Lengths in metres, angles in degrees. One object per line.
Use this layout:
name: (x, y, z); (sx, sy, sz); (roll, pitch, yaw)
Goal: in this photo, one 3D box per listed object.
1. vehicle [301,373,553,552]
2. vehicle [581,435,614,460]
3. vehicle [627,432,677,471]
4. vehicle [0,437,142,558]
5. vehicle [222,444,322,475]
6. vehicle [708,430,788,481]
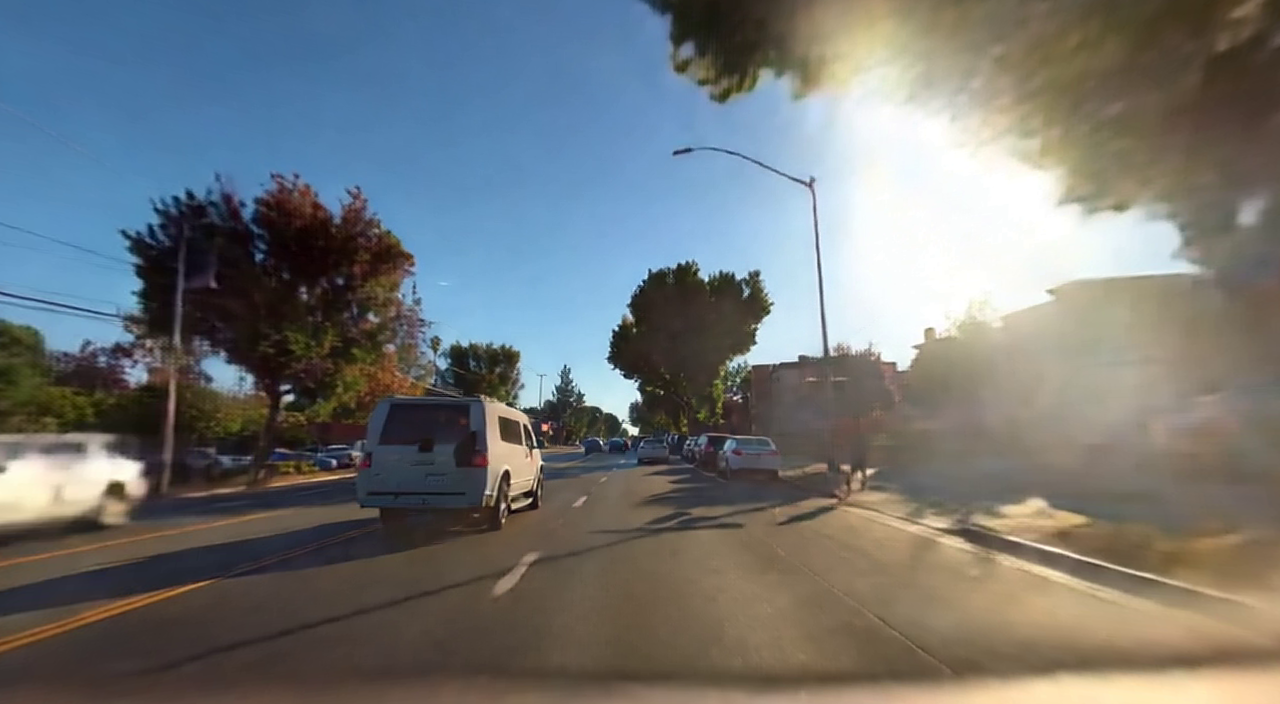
vehicle: (-2.891, 1.671, 10.146); (2.213, 2.123, 5.124); (0, -8, 0)
vehicle: (-2.930, 6.711, 44.625); (2.028, 1.689, 4.162); (0, -8, 1)
vehicle: (0.490, 4.569, 29.192); (2.126, 1.657, 4.132); (0, -8, -1)
vehicle: (-9.178, 1.854, 7.960); (1.952, 1.537, 4.746); (0, -8, 0)
vehicle: (-23.281, 6.787, 40.127); (5.075, 1.581, 2.063); (-3, -8, -2)
vehicle: (3.806, 3.750, 23.174); (1.947, 1.646, 4.782); (0, -8, -2)
